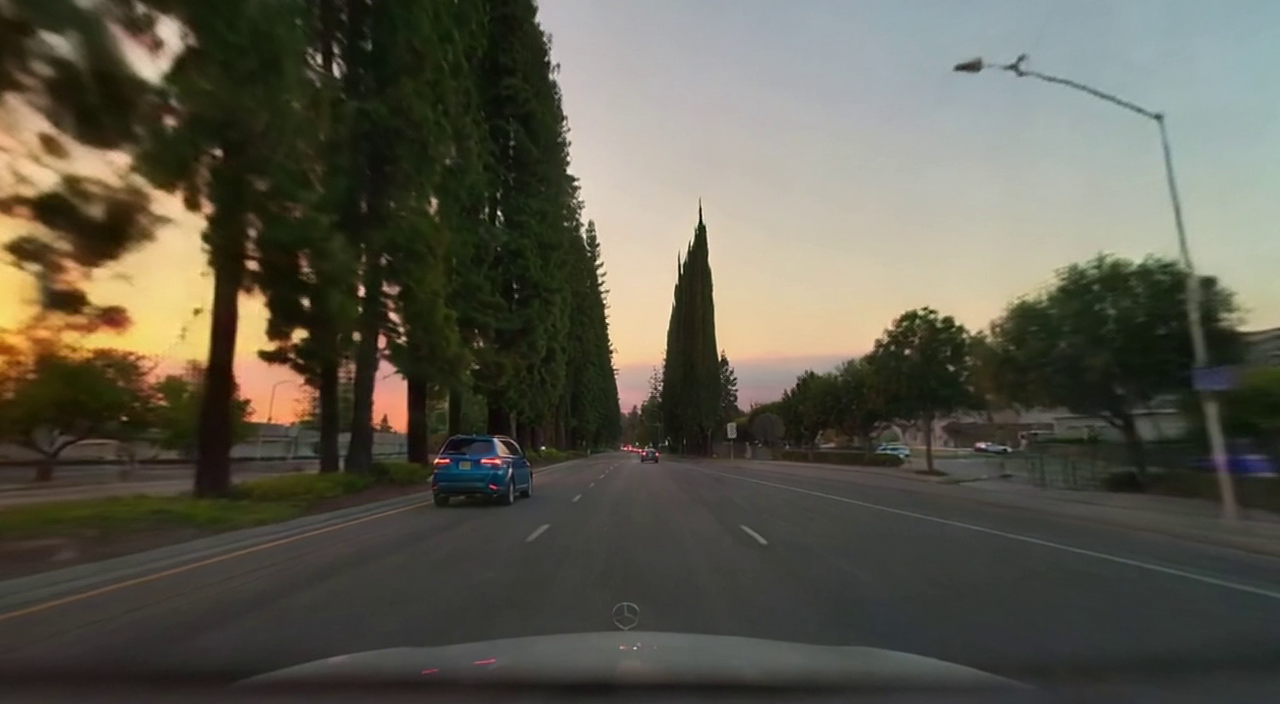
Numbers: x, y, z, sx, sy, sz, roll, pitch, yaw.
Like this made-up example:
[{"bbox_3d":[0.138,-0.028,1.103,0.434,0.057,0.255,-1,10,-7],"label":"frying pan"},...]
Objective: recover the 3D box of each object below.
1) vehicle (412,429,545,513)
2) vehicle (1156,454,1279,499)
[{"bbox_3d":[-3.706,2.812,15.411,2.078,1.748,4.279,0,-8,0],"label":"vehicle"},{"bbox_3d":[20.956,4.299,21.947,4.145,1.418,1.988,-1,-9,8],"label":"vehicle"}]
